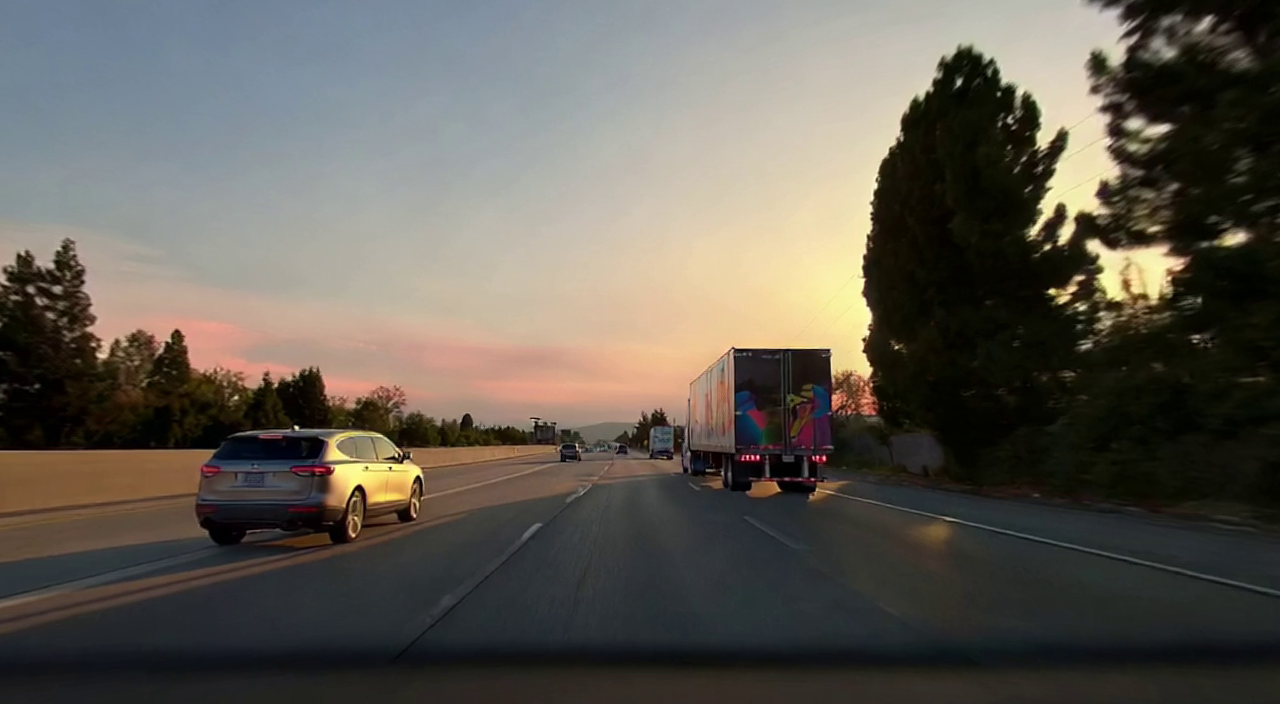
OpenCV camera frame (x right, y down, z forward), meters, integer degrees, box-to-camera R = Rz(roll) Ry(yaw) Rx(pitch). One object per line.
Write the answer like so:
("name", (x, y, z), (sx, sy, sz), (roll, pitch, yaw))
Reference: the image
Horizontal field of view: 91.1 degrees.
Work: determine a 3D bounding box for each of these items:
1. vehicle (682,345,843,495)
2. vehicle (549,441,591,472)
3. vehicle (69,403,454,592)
("vehicle", (3.723, 2.854, 23.814), (2.933, 4.016, 13.949), (0, -9, -1))
("vehicle", (-4.234, 6.393, 38.604), (2.139, 1.716, 4.530), (0, -9, -1))
("vehicle", (-4.262, 1.728, 8.312), (2.202, 1.760, 4.617), (0, -9, 0))
